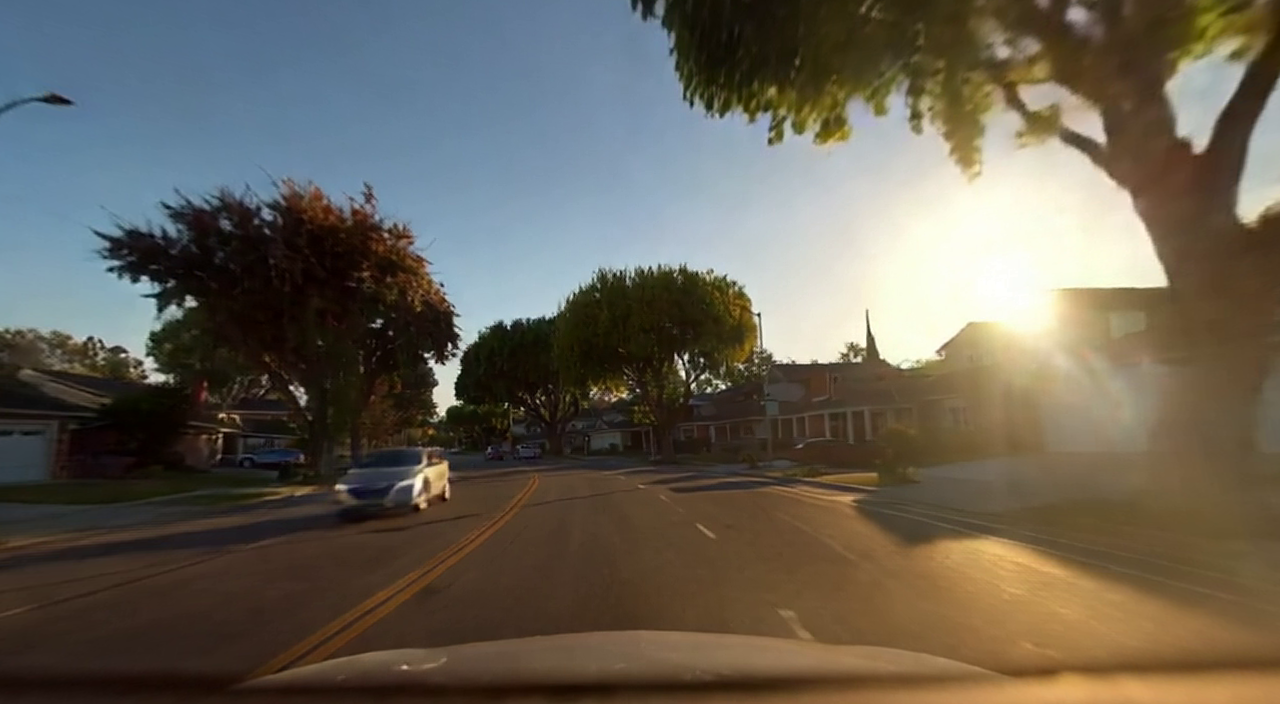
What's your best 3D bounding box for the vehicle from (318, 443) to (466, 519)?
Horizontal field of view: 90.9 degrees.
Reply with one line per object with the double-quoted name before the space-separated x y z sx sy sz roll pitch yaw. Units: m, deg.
"vehicle" -5.506 2.873 14.666 2.043 1.470 4.338 1 -8 -6
